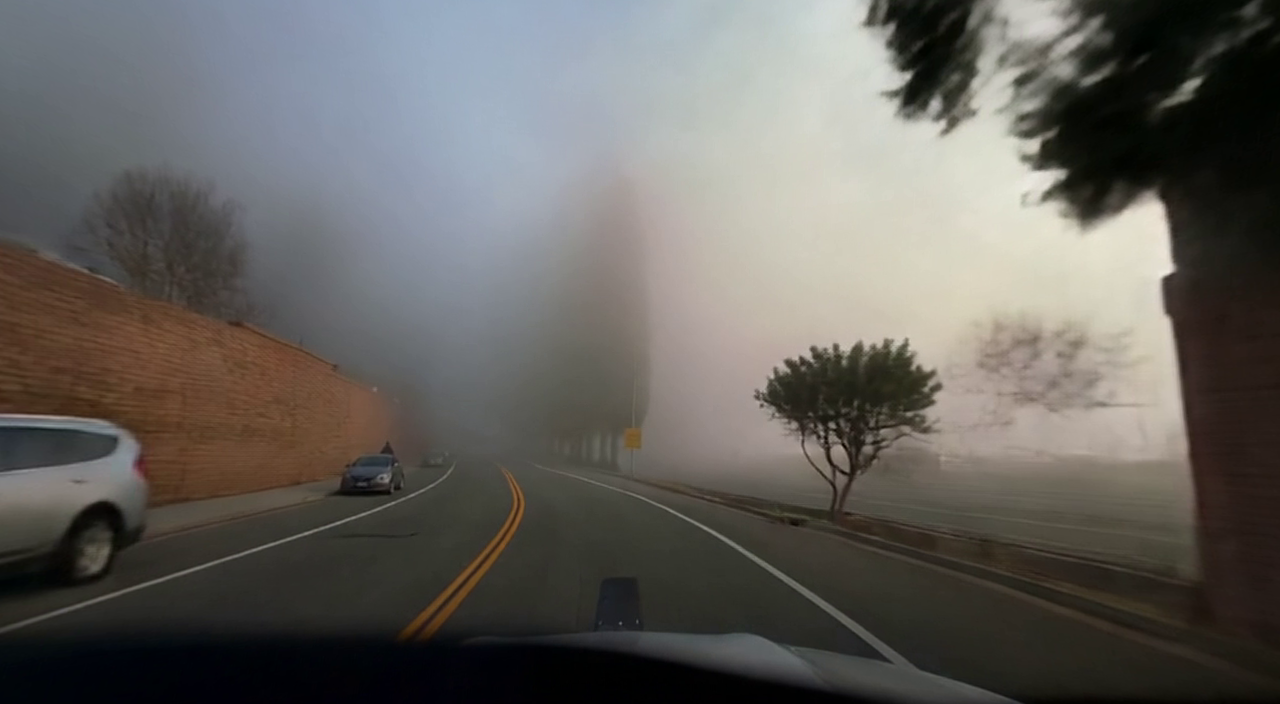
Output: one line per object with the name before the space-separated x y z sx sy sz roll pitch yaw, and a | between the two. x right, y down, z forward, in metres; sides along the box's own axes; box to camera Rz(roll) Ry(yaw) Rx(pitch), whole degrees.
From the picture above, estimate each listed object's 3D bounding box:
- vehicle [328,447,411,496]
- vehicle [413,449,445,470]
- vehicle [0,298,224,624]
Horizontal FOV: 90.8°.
vehicle | -9.362 4.133 22.231 1.877 1.507 4.363 3 -9 -13
vehicle | -16.207 8.262 48.720 1.899 1.485 4.593 4 -9 -14
vehicle | -6.587 1.057 6.003 2.376 2.668 4.883 -2 -8 -7
